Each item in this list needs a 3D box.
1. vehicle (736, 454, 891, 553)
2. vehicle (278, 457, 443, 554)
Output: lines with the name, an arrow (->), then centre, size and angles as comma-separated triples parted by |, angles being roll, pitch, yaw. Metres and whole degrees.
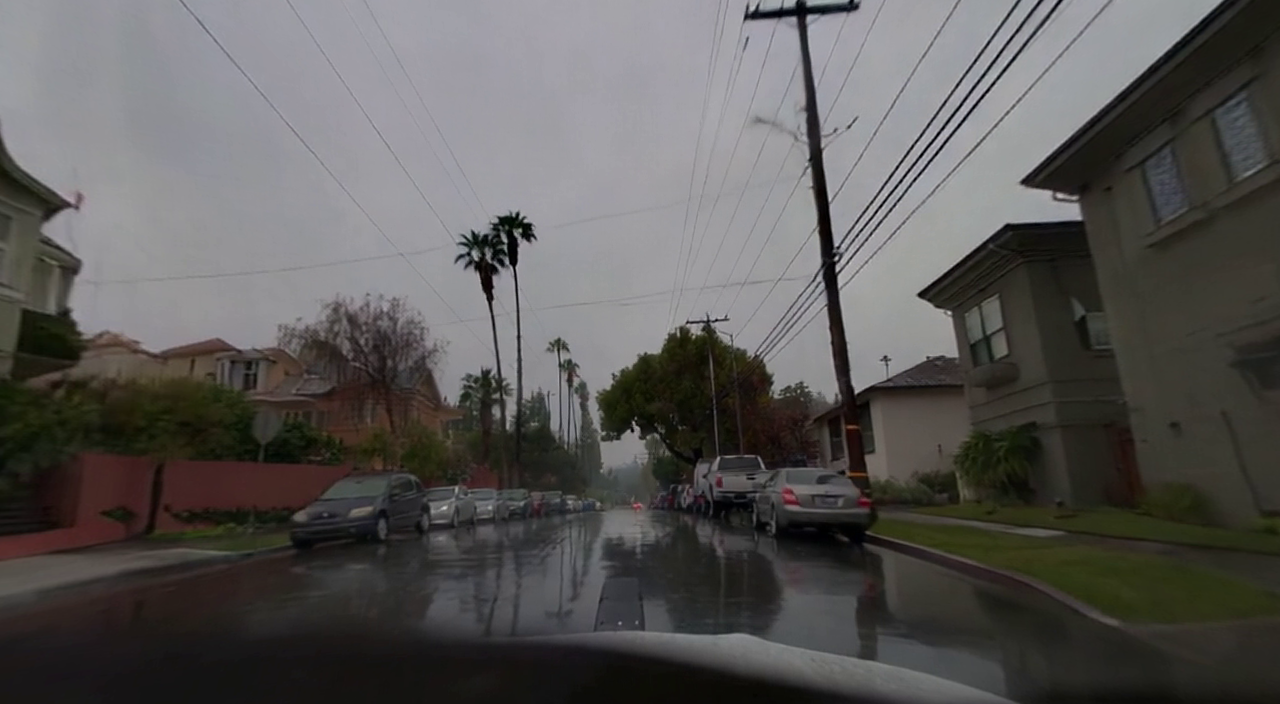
vehicle -> 3.048, 2.713, 11.953 | 1.756, 1.455, 3.965 | 0, -8, -1
vehicle -> -6.521, 3.560, 15.486 | 1.933, 1.824, 5.142 | 0, -8, -3
